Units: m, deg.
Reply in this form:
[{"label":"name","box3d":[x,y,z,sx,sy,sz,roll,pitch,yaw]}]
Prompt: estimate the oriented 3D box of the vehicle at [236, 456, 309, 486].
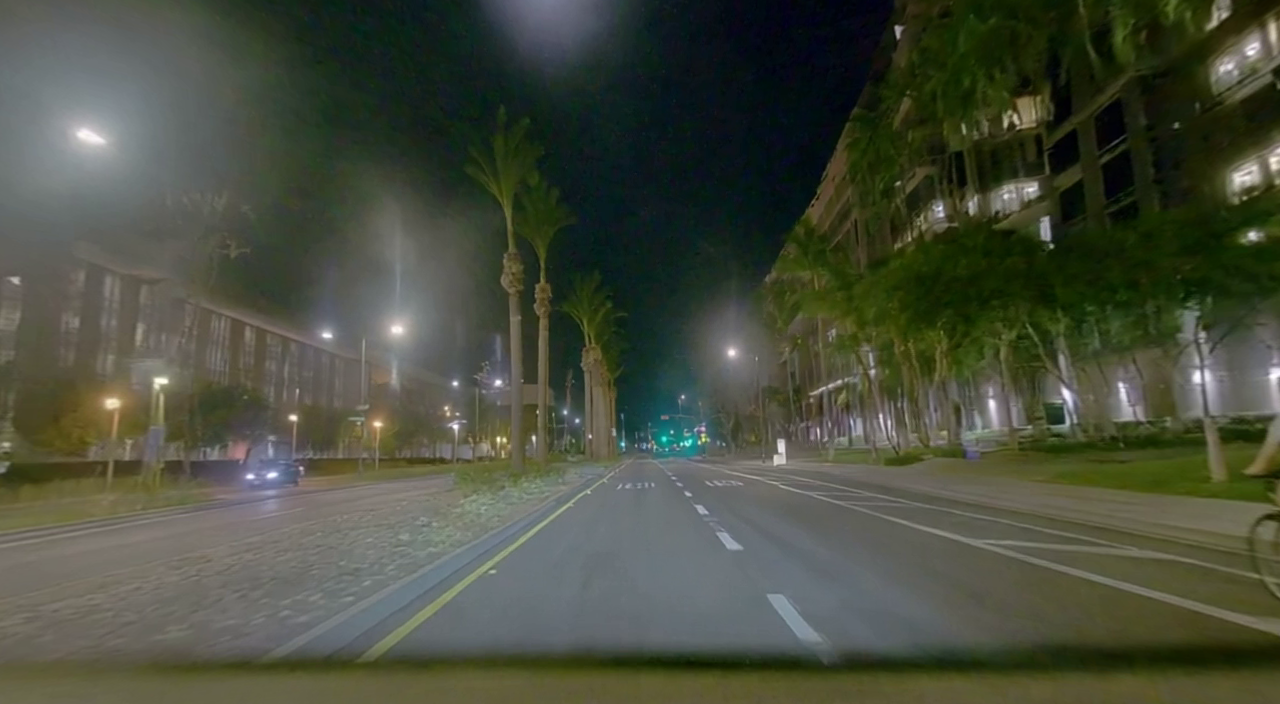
[{"label":"vehicle","box3d":[-22.107,7.147,38.099,1.809,1.591,4.245,0,-8,0]}]
